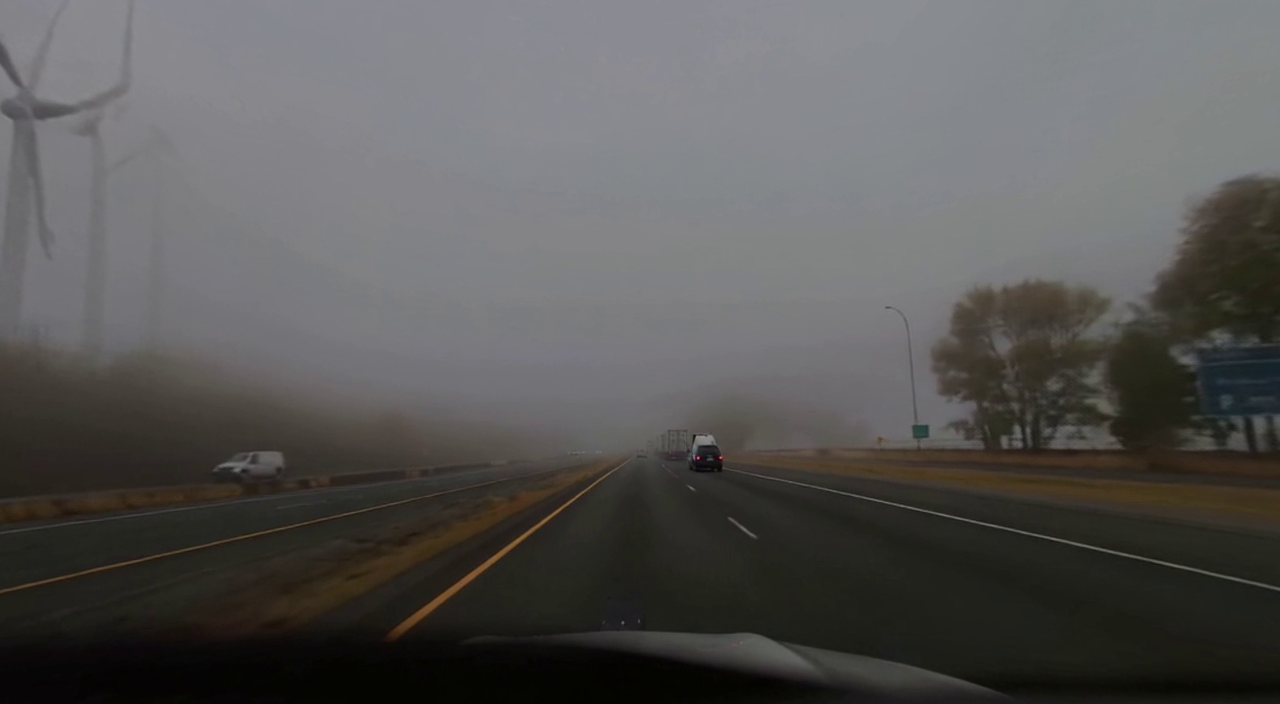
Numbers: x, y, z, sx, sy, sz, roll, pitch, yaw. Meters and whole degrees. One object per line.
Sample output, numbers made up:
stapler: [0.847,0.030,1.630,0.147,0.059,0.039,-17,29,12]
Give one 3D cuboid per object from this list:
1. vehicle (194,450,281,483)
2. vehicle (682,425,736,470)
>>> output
vehicle: [-25.761,7.313,40.618,2.071,1.956,5.251,0,-9,1]
vehicle: [4.267,6.058,39.872,2.609,2.648,5.397,0,-9,-2]
